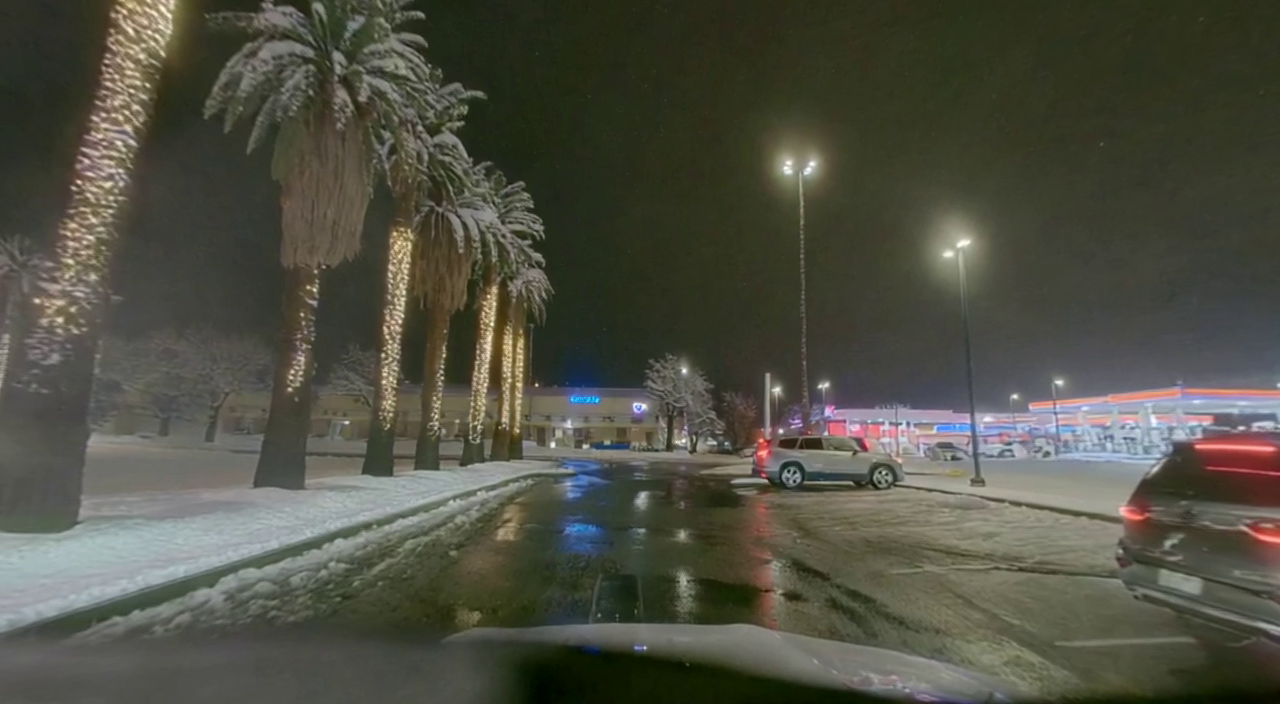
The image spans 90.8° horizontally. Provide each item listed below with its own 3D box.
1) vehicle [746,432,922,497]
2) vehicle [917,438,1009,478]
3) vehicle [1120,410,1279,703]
[{"bbox_3d":[5.701,3.338,19.038,4.560,1.818,2.148,0,-8,-2],"label":"vehicle"},{"bbox_3d":[16.316,5.347,32.223,2.028,1.850,4.731,0,-8,-2],"label":"vehicle"},{"bbox_3d":[5.297,1.108,3.492,3.813,1.541,1.723,0,-8,0],"label":"vehicle"}]
